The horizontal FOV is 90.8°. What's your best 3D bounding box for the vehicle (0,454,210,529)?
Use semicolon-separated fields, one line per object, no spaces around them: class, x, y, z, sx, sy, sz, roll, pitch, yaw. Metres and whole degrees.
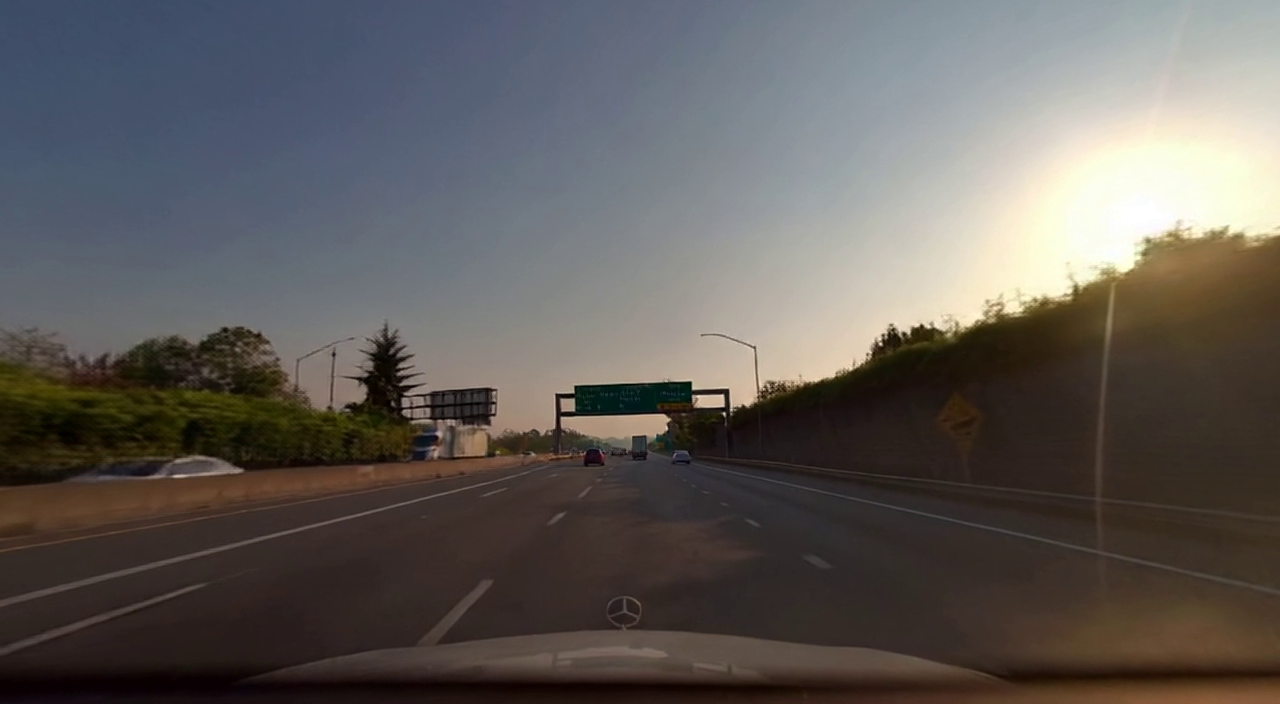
vehicle;-12.406;3.116;14.663;1.781;1.426;4.265;0;-9;0
